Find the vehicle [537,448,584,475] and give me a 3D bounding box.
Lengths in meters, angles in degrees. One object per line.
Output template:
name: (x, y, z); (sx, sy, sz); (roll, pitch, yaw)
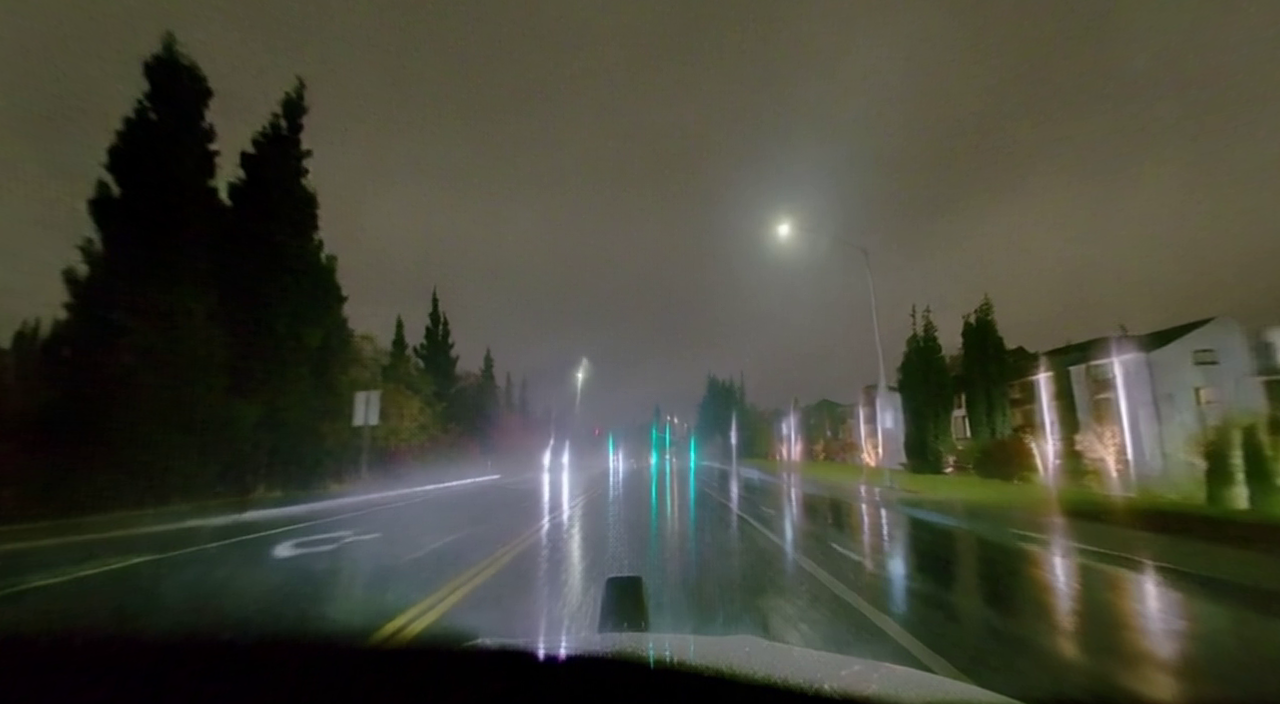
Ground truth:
vehicle: (-4.771, 6.648, 38.623); (2.133, 1.508, 4.535); (-1, -8, 2)
